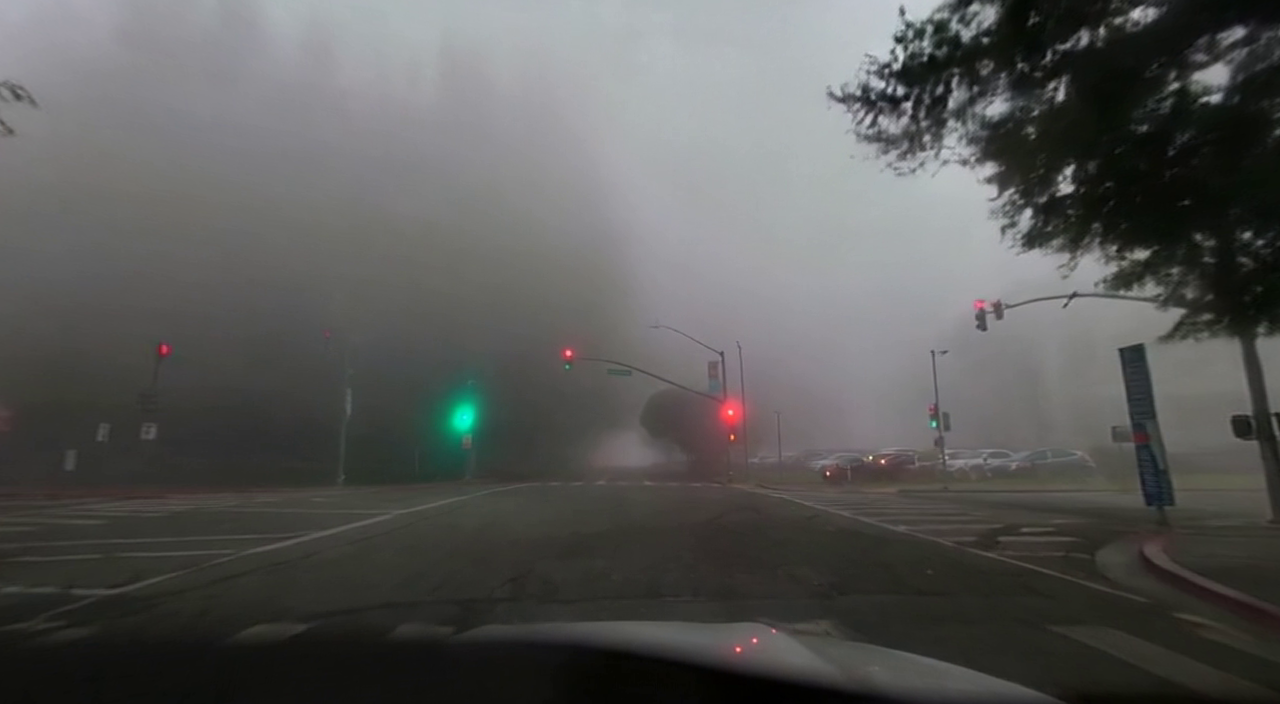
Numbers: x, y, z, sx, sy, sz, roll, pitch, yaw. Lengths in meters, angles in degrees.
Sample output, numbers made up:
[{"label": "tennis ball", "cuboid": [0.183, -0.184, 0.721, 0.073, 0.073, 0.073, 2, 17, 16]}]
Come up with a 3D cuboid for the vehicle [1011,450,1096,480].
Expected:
[{"label": "vehicle", "cuboid": [20.598, 5.618, 31.389, 1.851, 1.388, 3.475, 0, -8, 1]}]

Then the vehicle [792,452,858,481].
[{"label": "vehicle", "cuboid": [10.705, 6.537, 36.112, 1.955, 1.508, 4.295, -8, -12, 41]}]

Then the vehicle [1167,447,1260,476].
[{"label": "vehicle", "cuboid": [28.578, 5.462, 31.362, 1.591, 1.332, 3.202, -2, -9, 1]}]

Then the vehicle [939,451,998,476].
[{"label": "vehicle", "cuboid": [21.379, 7.237, 40.950, 1.923, 1.463, 3.758, -1, -8, 3]}]

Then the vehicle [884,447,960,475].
[{"label": "vehicle", "cuboid": [16.490, 6.325, 36.577, 4.522, 1.546, 1.941, 6, -11, -36]}]
